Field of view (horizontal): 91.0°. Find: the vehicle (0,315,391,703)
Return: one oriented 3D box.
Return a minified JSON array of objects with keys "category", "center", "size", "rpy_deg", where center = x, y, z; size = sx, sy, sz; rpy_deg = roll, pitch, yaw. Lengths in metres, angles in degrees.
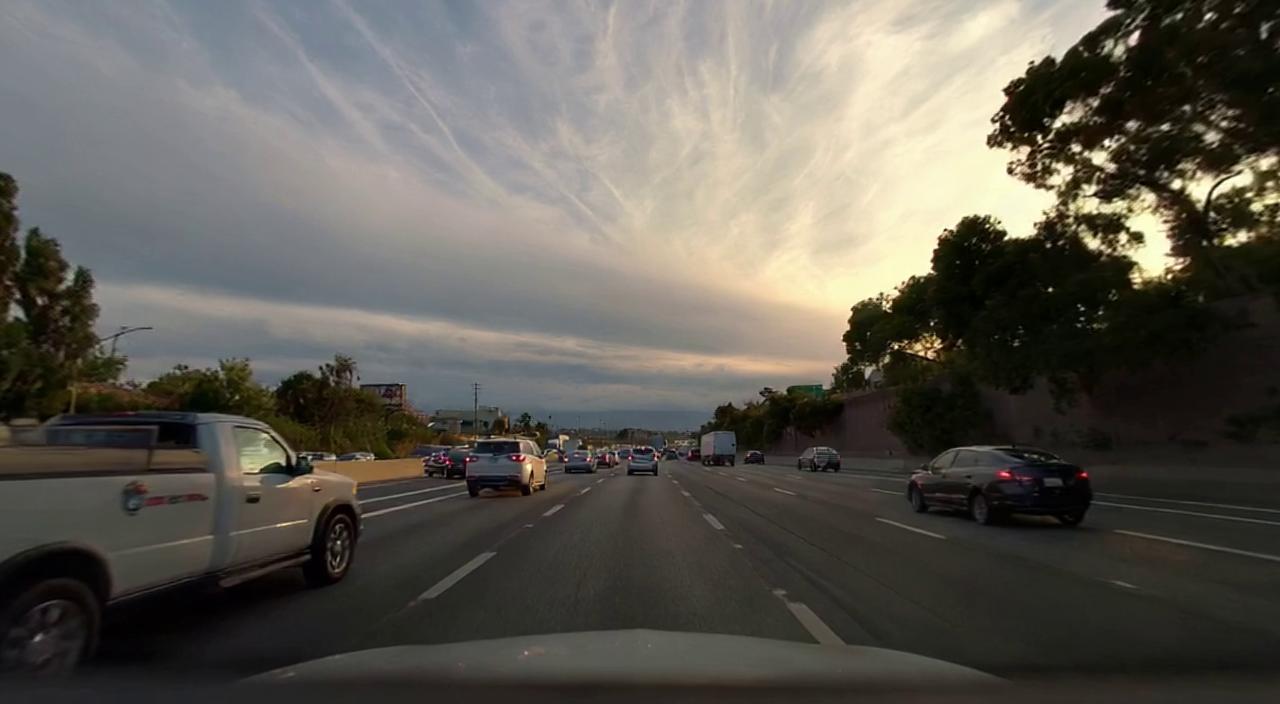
[{"category":"vehicle","center":[-3.481,0.949,3.427],"size":[2.234,1.809,4.768],"rpy_deg":[0,-9,0]}]

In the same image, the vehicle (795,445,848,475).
[{"category":"vehicle","center":[10.975,6.560,38.456],"size":[1.988,1.676,4.262],"rpy_deg":[0,-9,0]}]

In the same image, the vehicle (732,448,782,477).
[{"category":"vehicle","center":[6.346,6.021,34.481],"size":[1.895,1.488,4.254],"rpy_deg":[0,-9,0]}]

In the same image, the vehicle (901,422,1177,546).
[{"category":"vehicle","center":[6.581,2.214,11.160],"size":[1.992,1.745,4.329],"rpy_deg":[0,-9,0]}]

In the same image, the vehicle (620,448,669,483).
[{"category":"vehicle","center":[0.200,5.111,28.659],"size":[2.053,1.461,3.941],"rpy_deg":[0,-9,1]}]

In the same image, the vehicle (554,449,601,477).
[{"category":"vehicle","center":[-3.312,6.009,34.363],"size":[2.025,1.449,4.190],"rpy_deg":[0,-9,1]}]

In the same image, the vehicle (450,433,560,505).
[{"category":"vehicle","center":[-3.559,3.198,17.563],"size":[2.012,1.734,4.510],"rpy_deg":[0,-9,1]}]
